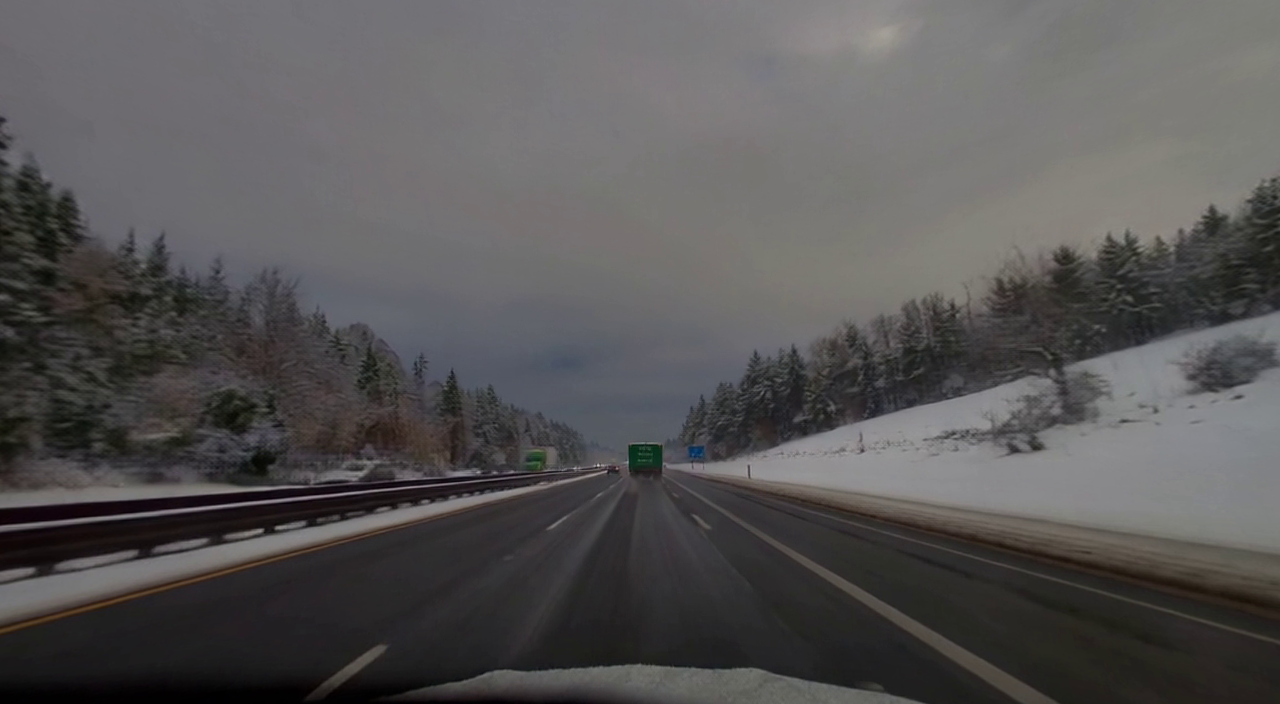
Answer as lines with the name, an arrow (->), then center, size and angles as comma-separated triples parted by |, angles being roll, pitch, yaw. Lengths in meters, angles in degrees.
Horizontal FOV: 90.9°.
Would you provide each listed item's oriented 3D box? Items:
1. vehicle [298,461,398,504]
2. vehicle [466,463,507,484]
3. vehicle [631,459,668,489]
vehicle -> -11.113, 4.994, 24.336 | 1.798, 1.447, 4.131 | 1, -10, 1
vehicle -> -11.927, 9.496, 49.280 | 1.883, 1.486, 4.813 | 0, -10, 2
vehicle -> 0.547, 7.334, 38.033 | 2.048, 1.663, 4.377 | 1, -10, 0
